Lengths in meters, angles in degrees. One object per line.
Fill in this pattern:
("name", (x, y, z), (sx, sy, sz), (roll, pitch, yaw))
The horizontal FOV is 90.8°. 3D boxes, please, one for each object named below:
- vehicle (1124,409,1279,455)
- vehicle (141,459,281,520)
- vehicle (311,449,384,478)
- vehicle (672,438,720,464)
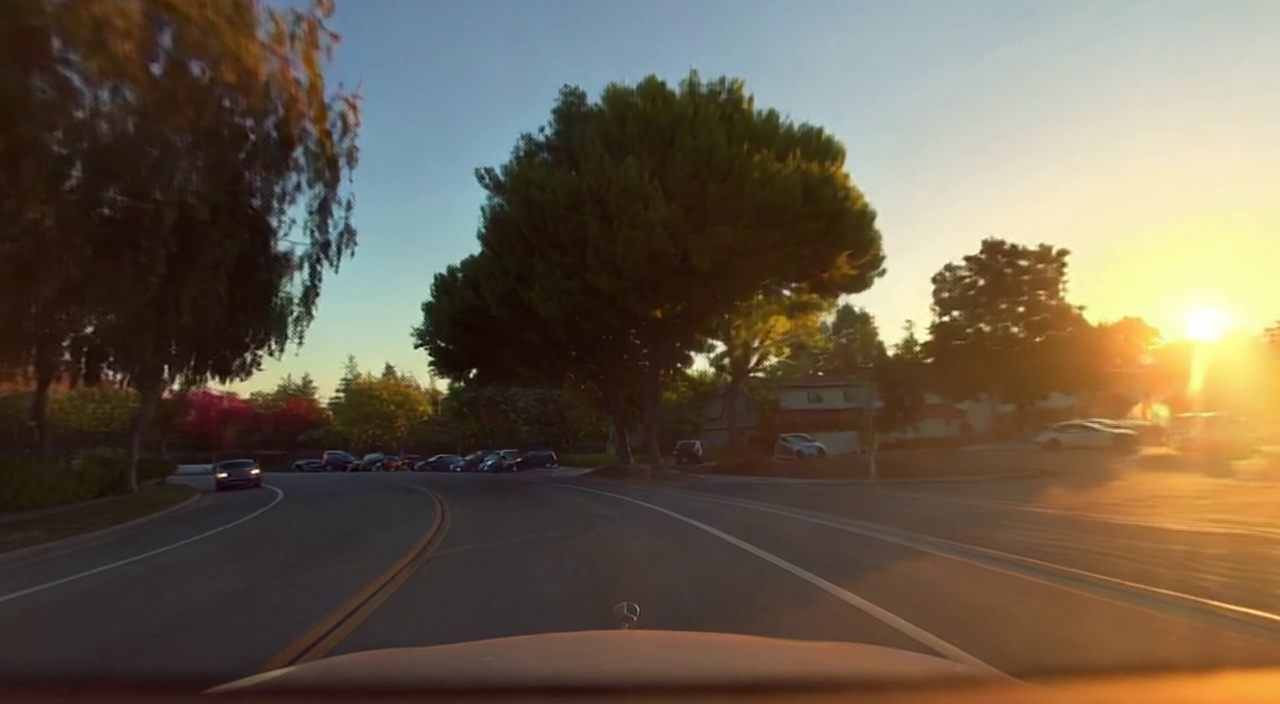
("vehicle", (20.002, 2.832, 22.119), (4.462, 1.474, 1.765), (-4, -10, 24))
("vehicle", (-13.390, 4.236, 20.345), (2.772, 1.161, 7.241), (1, -7, -26))
("vehicle", (-20.983, 7.940, 45.273), (5.202, 1.817, 2.042), (-4, -9, 30))
("vehicle", (4.037, 6.992, 44.863), (1.900, 1.711, 4.666), (-4, -9, 24))
